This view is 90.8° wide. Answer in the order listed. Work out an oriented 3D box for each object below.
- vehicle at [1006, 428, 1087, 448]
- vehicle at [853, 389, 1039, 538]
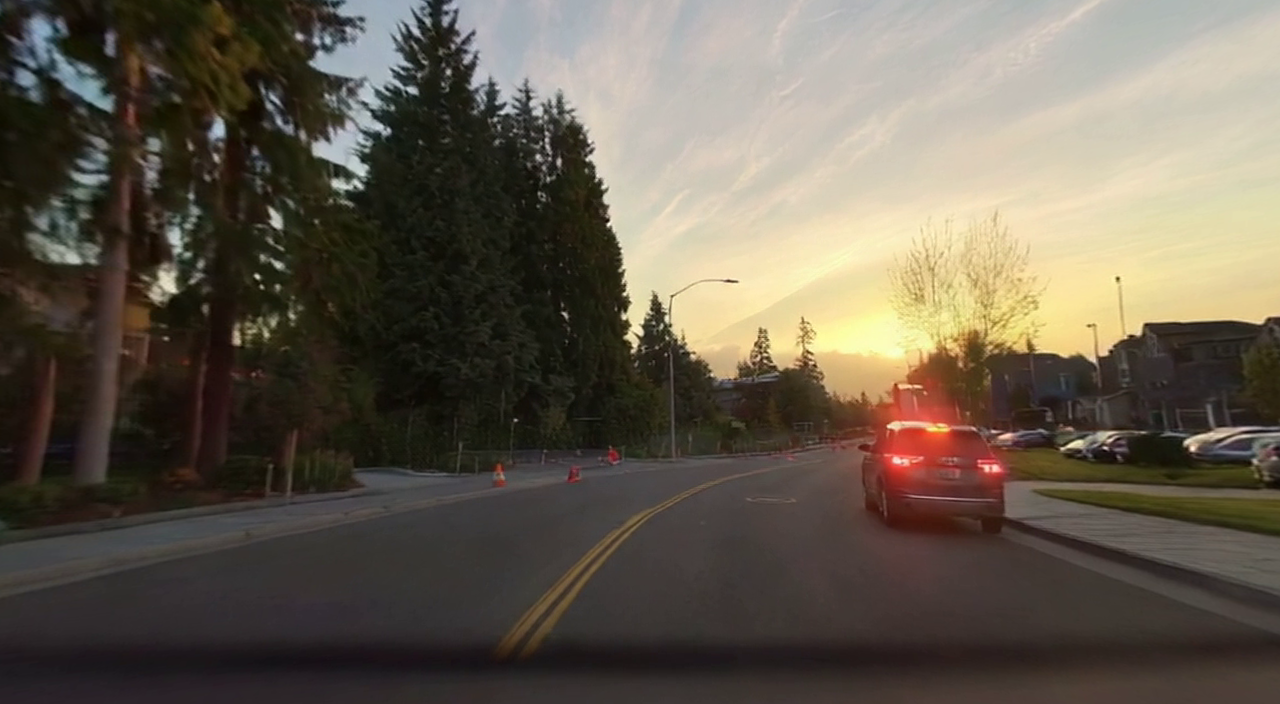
[{"bbox_3d":[31.163,6.642,48.569,4.726,1.481,1.957,-1,-8,8],"label":"vehicle"},{"bbox_3d":[5.211,1.920,11.301,2.043,2.250,3.024,-1,-8,8],"label":"vehicle"}]
